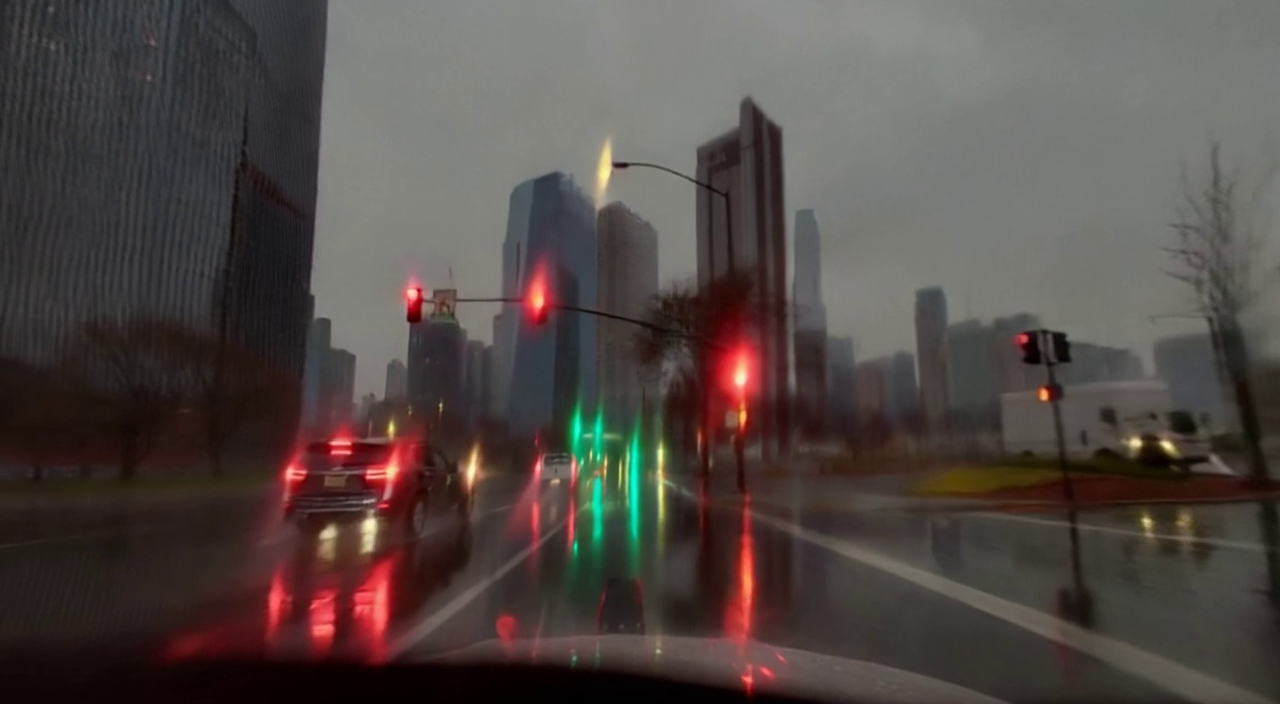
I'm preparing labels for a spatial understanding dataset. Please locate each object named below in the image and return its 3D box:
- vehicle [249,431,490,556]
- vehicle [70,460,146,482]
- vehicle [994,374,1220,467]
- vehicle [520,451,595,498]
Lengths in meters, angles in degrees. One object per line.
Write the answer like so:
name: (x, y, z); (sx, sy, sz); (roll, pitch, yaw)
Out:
vehicle: (-4.397, 2.368, 11.294); (2.169, 1.741, 4.588); (0, -9, 1)
vehicle: (-38.119, 8.565, 45.131); (3.794, 1.481, 1.758); (-1, -11, 2)
vehicle: (15.758, 2.476, 21.735); (4.005, 2.827, 4.538); (2, -9, -10)
vehicle: (-3.497, 5.307, 27.815); (2.384, 1.849, 5.009); (0, -9, 2)
